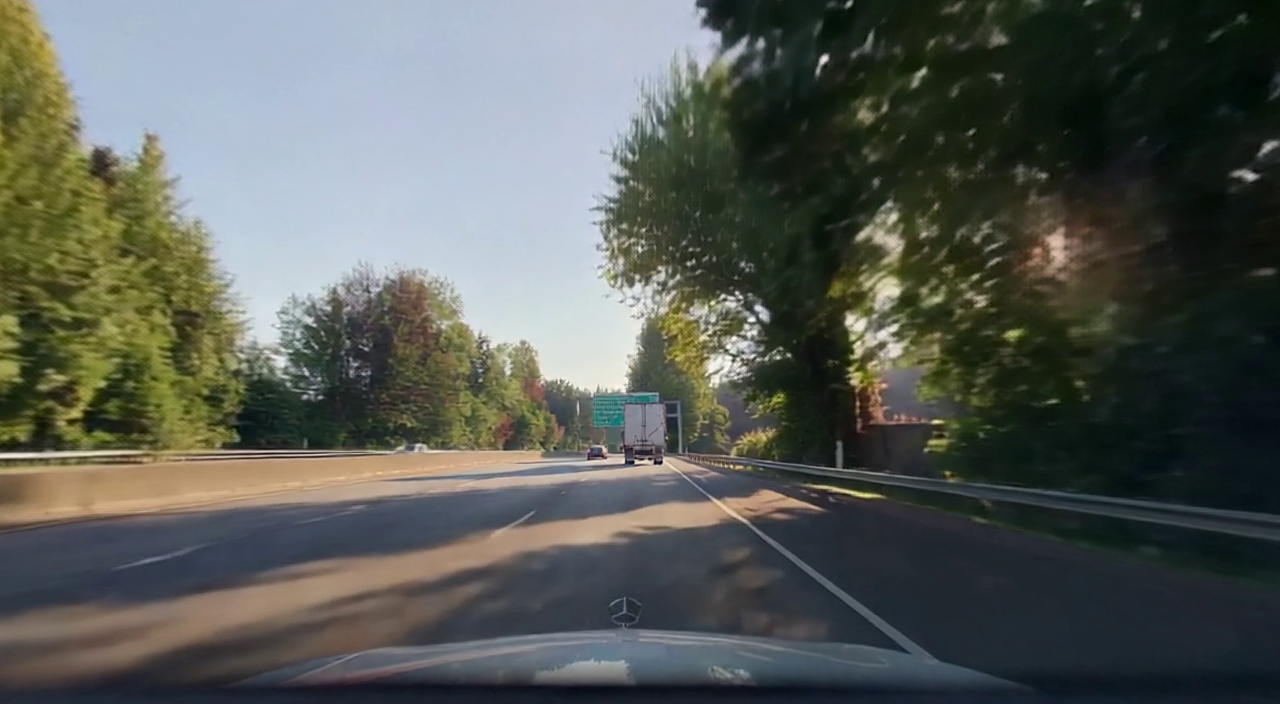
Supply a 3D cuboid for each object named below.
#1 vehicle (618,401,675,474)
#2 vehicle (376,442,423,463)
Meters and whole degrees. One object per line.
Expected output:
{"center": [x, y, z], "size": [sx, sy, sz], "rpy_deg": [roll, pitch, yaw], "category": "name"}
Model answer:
{"center": [0.198, 5.424, 39.138], "size": [2.976, 3.800, 12.335], "rpy_deg": [0, -9, -1], "category": "vehicle"}
{"center": [-18.793, 7.878, 49.472], "size": [1.851, 1.475, 4.593], "rpy_deg": [0, -9, 0], "category": "vehicle"}
